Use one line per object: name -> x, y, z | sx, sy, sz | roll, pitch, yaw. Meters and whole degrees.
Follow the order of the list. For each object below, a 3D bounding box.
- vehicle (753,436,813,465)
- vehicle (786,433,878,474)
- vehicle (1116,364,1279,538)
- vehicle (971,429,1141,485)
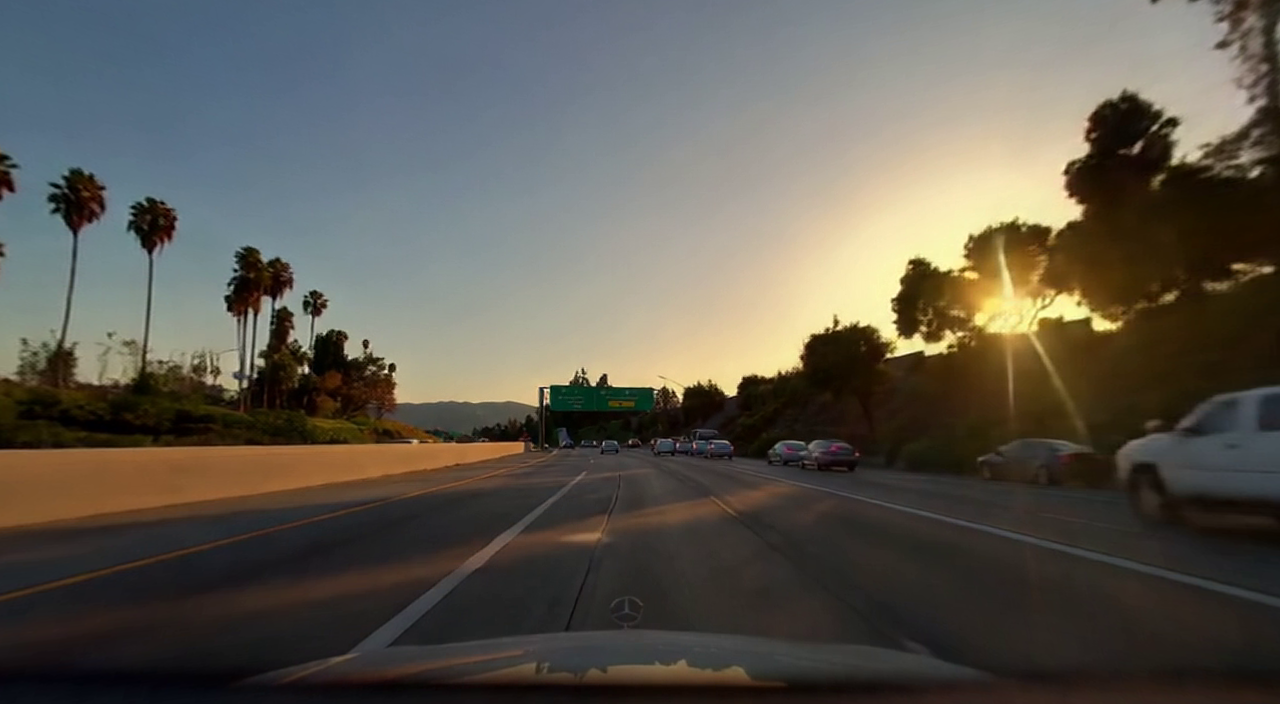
vehicle -> 7.638, 5.305, 34.146 | 1.947, 1.452, 4.696 | 0, -8, -3
vehicle -> 7.649, 4.102, 25.642 | 2.110, 1.481, 4.511 | 0, -8, -3
vehicle -> 8.645, 0.989, 6.317 | 2.622, 1.977, 6.537 | -1, -8, 0
vehicle -> 12.410, 3.158, 19.295 | 1.846, 1.480, 4.752 | 0, -8, -2
